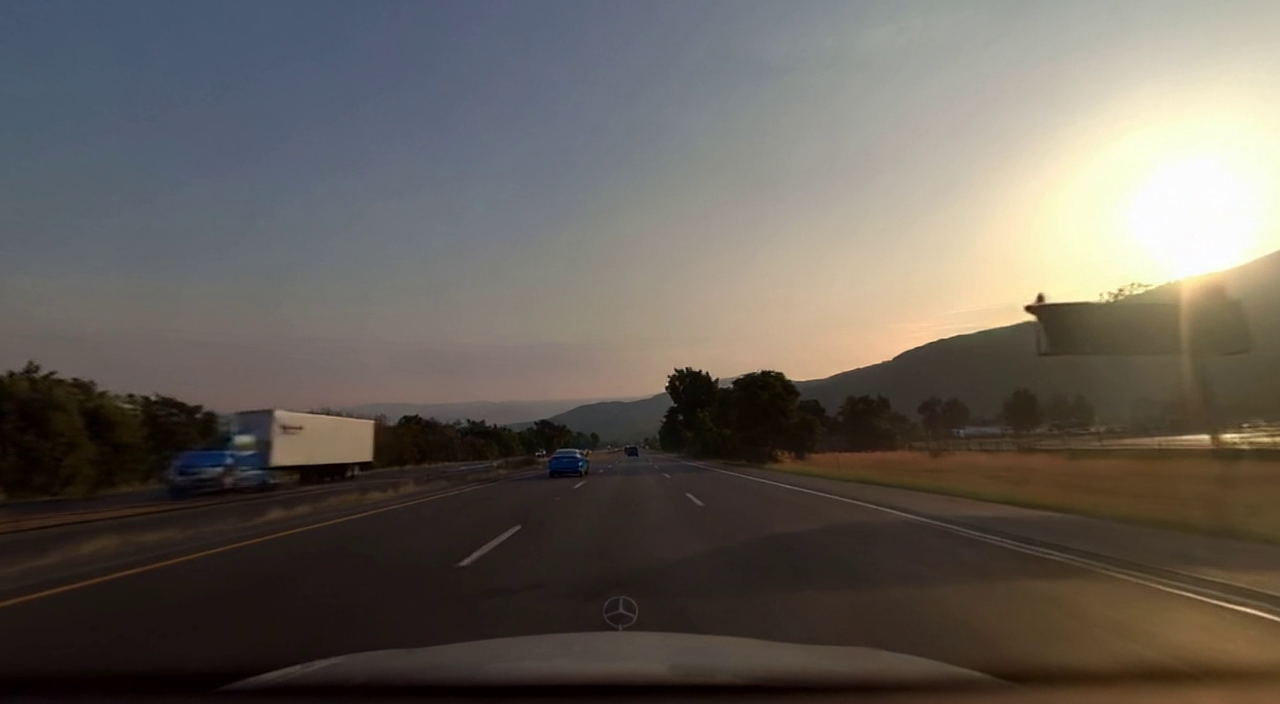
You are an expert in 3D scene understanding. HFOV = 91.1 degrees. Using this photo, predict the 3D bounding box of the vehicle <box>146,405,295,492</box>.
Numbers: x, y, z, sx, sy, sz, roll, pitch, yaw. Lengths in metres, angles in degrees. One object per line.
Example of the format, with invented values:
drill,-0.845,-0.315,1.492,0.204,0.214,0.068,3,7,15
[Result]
vehicle,-20.025,4.686,30.580,2.971,3.774,5.969,0,-9,-1

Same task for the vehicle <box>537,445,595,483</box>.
vehicle,-3.278,5.092,28.902,2.069,1.573,4.589,0,-9,1
